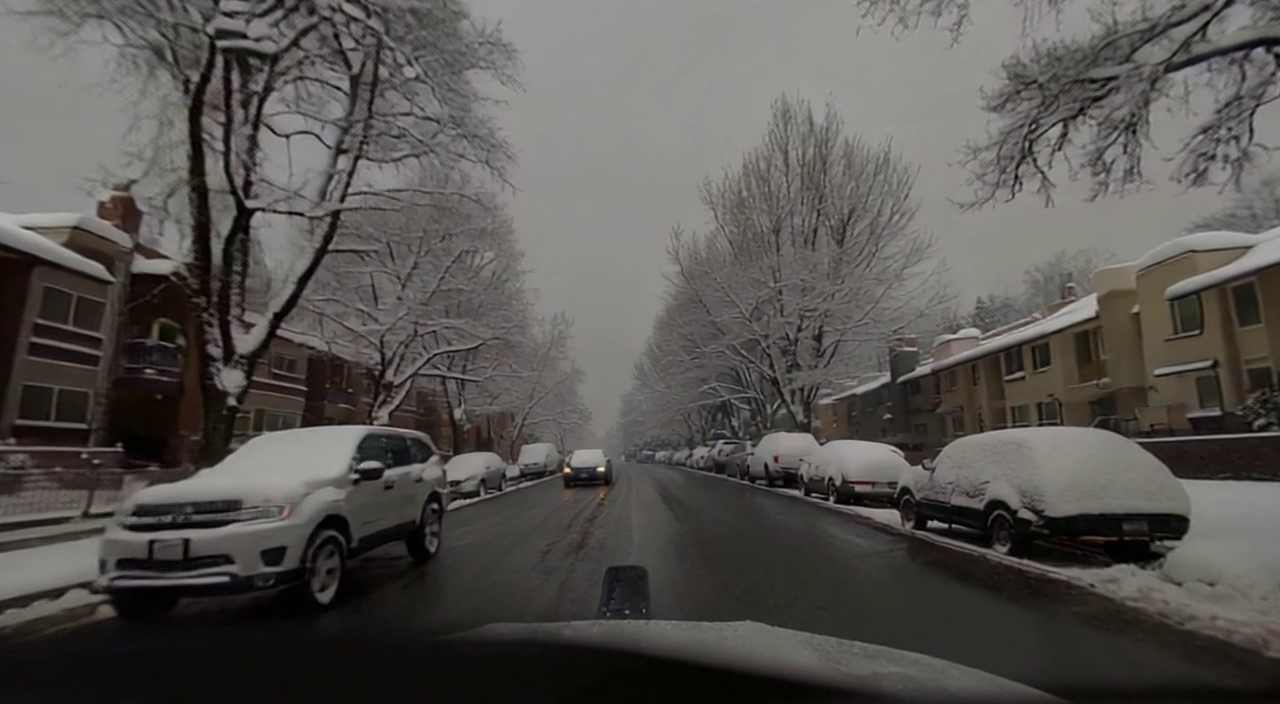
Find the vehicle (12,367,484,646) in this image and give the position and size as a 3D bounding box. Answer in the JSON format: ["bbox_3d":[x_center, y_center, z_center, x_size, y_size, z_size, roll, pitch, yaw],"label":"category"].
[{"bbox_3d":[-3.514,1.503,7.230,2.197,2.047,4.985,0,-9,0],"label":"vehicle"}]

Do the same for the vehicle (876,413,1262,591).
[{"bbox_3d":[5.095,1.818,8.548,1.937,1.722,4.575,0,-9,-1],"label":"vehicle"}]

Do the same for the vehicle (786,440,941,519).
[{"bbox_3d":[5.005,2.897,14.904,1.876,1.538,4.447,0,-9,-2],"label":"vehicle"}]

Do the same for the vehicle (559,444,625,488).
[{"bbox_3d":[-1.710,4.299,24.149,1.971,1.476,4.593,-1,-9,3],"label":"vehicle"}]
